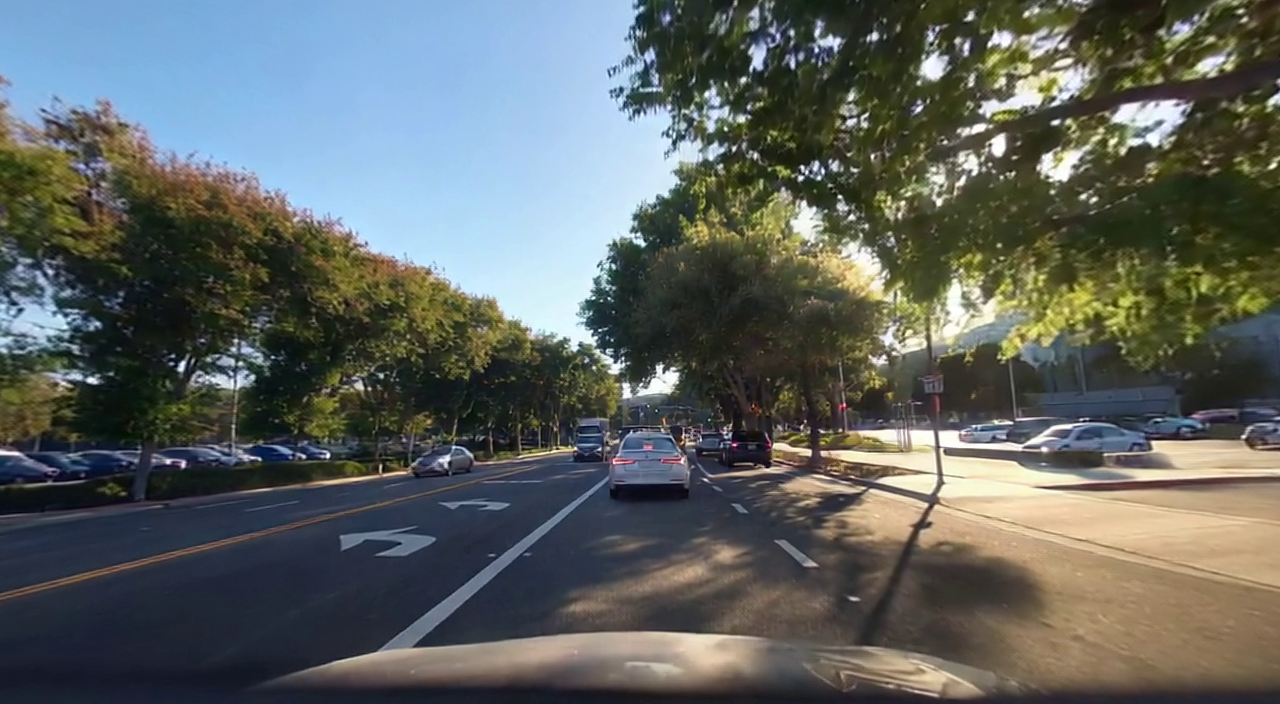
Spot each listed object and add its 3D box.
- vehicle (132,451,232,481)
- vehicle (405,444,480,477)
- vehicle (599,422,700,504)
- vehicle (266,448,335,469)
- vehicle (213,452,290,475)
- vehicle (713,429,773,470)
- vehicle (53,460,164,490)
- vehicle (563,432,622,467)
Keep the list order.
[{"bbox_3d":[-27.735,6.905,38.257,4.743,1.671,1.842,-1,-8,4],"label":"vehicle"},{"bbox_3d":[-9.346,5.140,30.224,1.909,1.471,4.502,-1,-8,3],"label":"vehicle"},{"bbox_3d":[0.220,2.678,15.630,2.154,1.710,4.128,-1,-8,1],"label":"vehicle"},{"bbox_3d":[-26.117,8.213,48.558,4.398,1.532,1.769,-2,-8,8],"label":"vehicle"},{"bbox_3d":[-26.604,7.646,43.212,4.260,1.498,1.769,-2,-8,10],"label":"vehicle"},{"bbox_3d":[4.832,4.626,30.158,2.155,1.786,4.459,-1,-8,1],"label":"vehicle"},{"bbox_3d":[-27.883,6.444,33.160,4.391,1.442,1.763,-1,-8,5],"label":"vehicle"},{"bbox_3d":[-2.515,5.343,34.798,2.057,1.786,4.725,-2,-8,11],"label":"vehicle"}]
